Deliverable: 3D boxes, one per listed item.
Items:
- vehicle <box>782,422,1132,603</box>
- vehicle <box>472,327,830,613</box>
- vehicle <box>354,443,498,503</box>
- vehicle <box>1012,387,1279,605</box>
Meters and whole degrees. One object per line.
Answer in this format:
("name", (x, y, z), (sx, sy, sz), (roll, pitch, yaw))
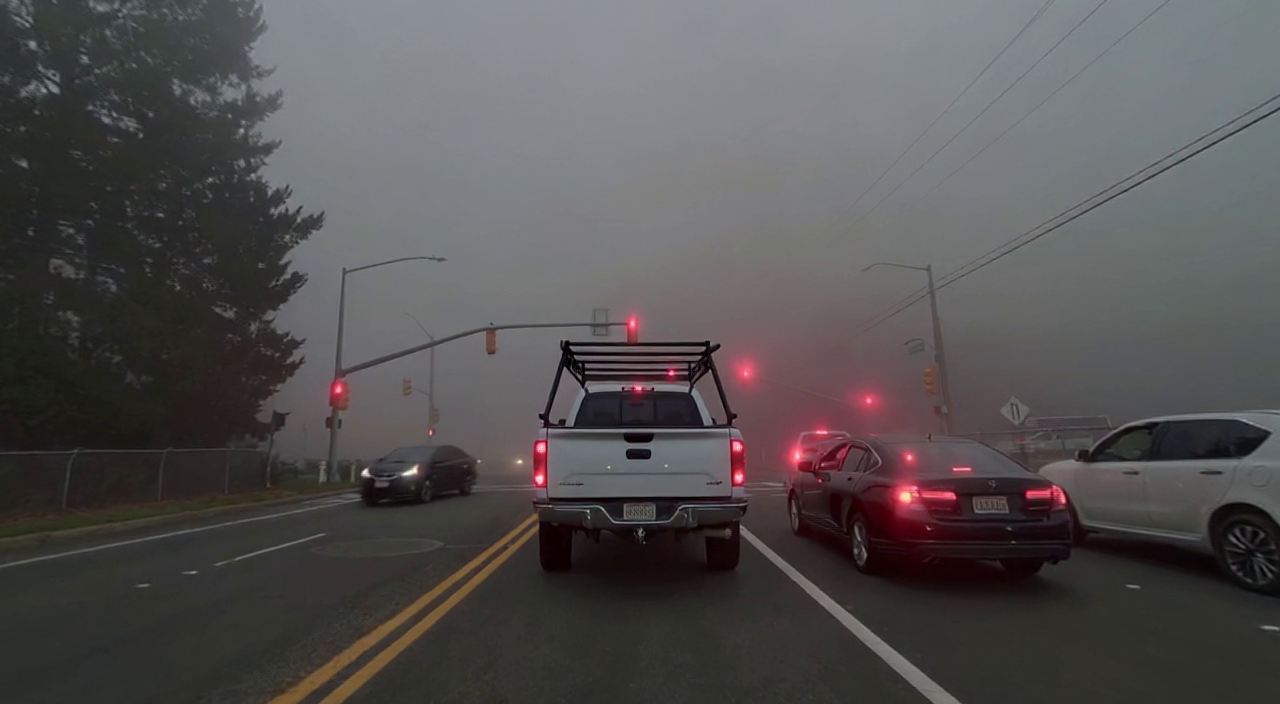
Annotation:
("vehicle", (3.112, 1.644, 7.361), (1.993, 1.495, 4.060), (0, -8, 1))
("vehicle", (0.130, 1.373, 8.184), (2.831, 2.284, 6.149), (0, -8, 1))
("vehicle", (-6.815, 3.875, 20.765), (2.369, 1.690, 4.529), (-2, -9, 14))
("vehicle", (6.149, 1.368, 6.475), (1.982, 1.727, 4.352), (0, -8, 1))
